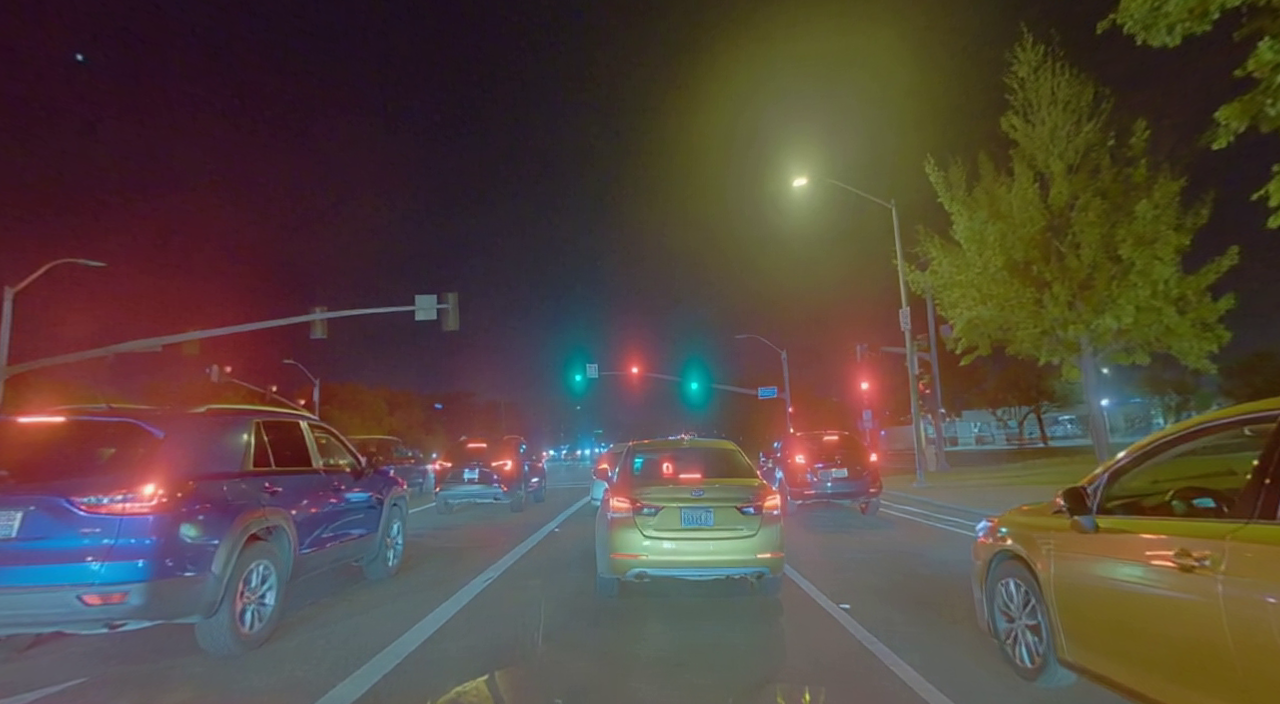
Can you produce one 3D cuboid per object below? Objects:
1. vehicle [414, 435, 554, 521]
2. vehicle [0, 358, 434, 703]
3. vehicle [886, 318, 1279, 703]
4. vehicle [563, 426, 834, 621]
[{"bbox_3d":[-3.070,2.566,13.318,1.868,1.516,4.114,0,-8,1],"label":"vehicle"},{"bbox_3d":[-3.459,1.226,5.280,1.889,1.767,4.289,0,-8,1],"label":"vehicle"},{"bbox_3d":[3.044,0.917,3.042,1.880,1.747,4.500,0,-8,0],"label":"vehicle"},{"bbox_3d":[0.439,1.599,6.795,2.051,1.460,3.932,0,-8,0],"label":"vehicle"}]
